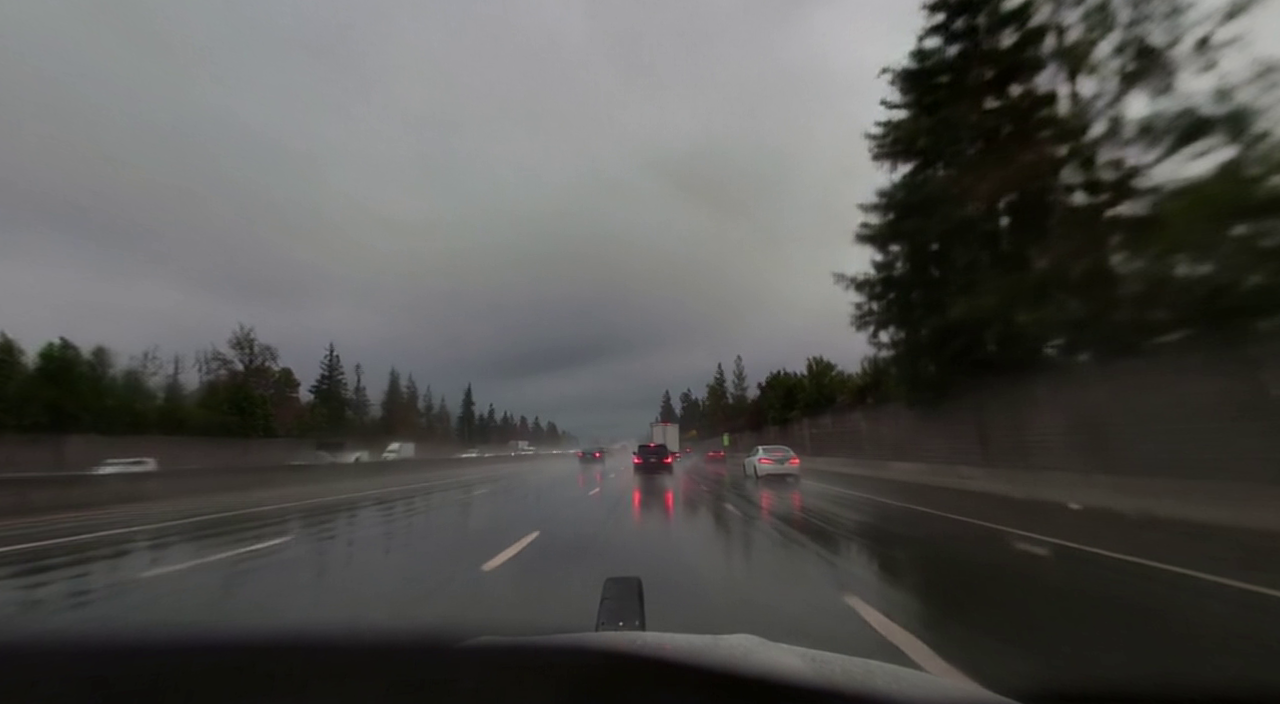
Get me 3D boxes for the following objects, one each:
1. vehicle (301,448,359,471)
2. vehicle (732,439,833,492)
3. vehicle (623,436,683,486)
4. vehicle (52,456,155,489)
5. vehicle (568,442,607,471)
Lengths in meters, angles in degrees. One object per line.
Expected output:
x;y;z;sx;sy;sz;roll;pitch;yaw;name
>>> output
-17.991;6.220;36.793;1.569;1.270;3.349;-1;-9;2;vehicle
4.382;3.583;20.307;2.146;1.482;4.665;0;-9;0;vehicle
0.479;4.158;24.401;2.103;1.717;4.399;0;-9;0;vehicle
-25.980;5.813;30.754;1.813;1.448;3.521;0;-9;1;vehicle
-3.245;6.593;40.024;1.988;1.696;4.754;0;-8;1;vehicle
